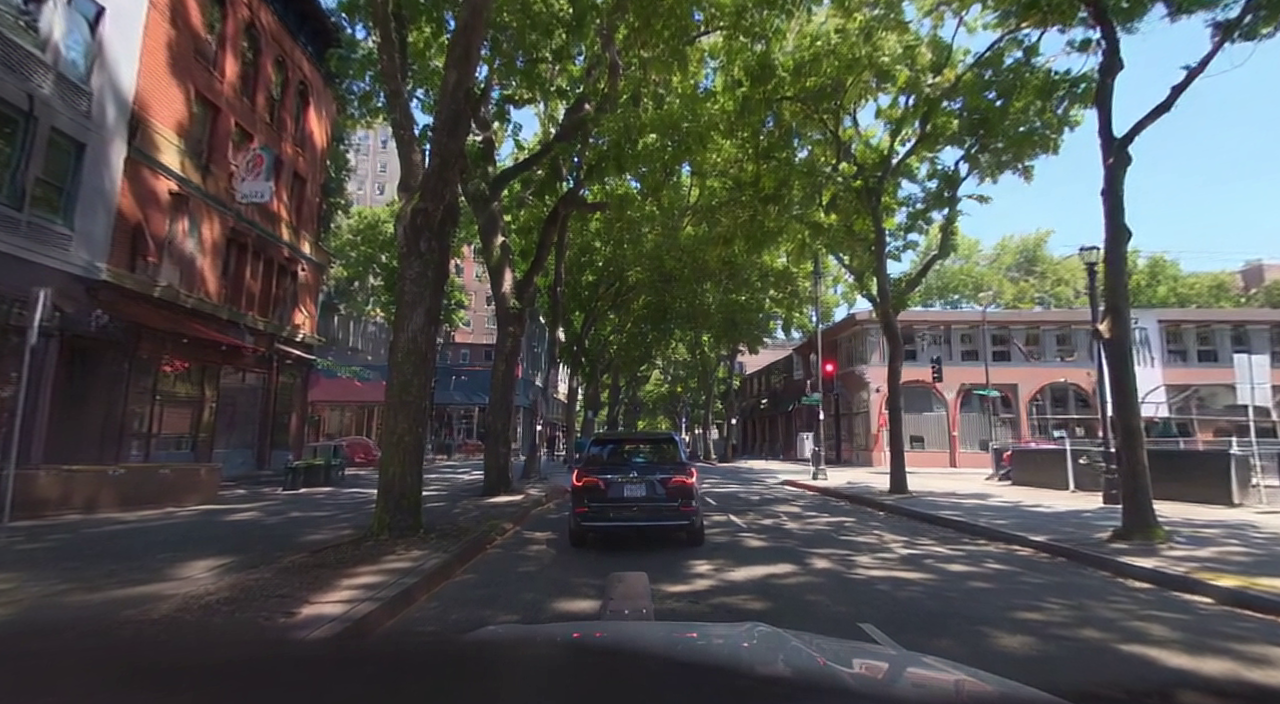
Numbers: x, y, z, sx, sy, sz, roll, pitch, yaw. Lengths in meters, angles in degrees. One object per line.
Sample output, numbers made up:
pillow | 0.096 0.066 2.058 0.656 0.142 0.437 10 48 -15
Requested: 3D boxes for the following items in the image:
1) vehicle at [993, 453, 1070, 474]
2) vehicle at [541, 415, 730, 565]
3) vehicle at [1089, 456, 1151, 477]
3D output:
vehicle | 29.774 8.478 47.963 4.668 1.441 1.904 1 -9 -6
vehicle | -0.086 1.809 8.941 2.079 1.621 3.861 0 -8 -1
vehicle | 36.615 8.723 48.088 3.445 1.363 1.608 2 -7 -1
